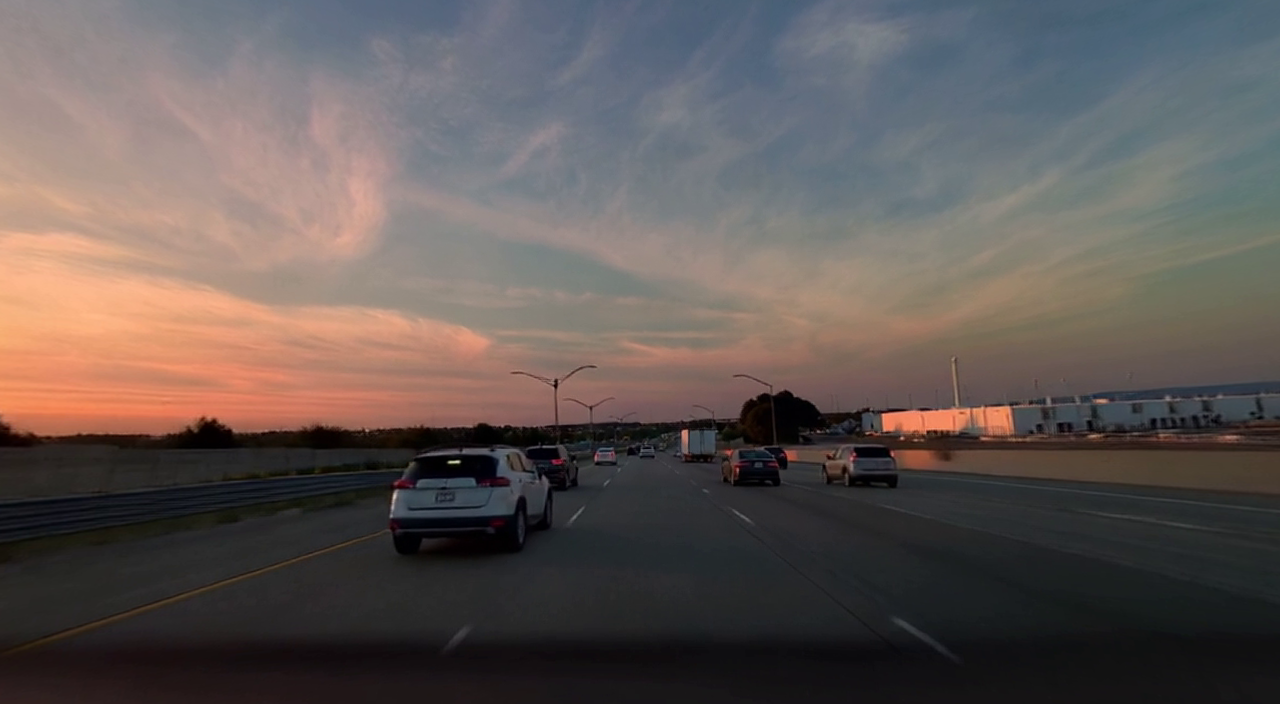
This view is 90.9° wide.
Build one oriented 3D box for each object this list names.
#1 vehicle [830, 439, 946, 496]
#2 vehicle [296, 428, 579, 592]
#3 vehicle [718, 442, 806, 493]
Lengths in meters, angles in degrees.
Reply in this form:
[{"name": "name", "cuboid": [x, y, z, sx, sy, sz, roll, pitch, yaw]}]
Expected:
[{"name": "vehicle", "cuboid": [7.376, 3.435, 19.240, 1.860, 1.520, 3.961, 0, -8, -1]}, {"name": "vehicle", "cuboid": [-2.194, 1.878, 8.556, 2.067, 1.555, 4.851, -1, -8, 2]}, {"name": "vehicle", "cuboid": [3.876, 3.731, 20.822, 1.942, 1.453, 4.329, 0, -8, -1]}]
